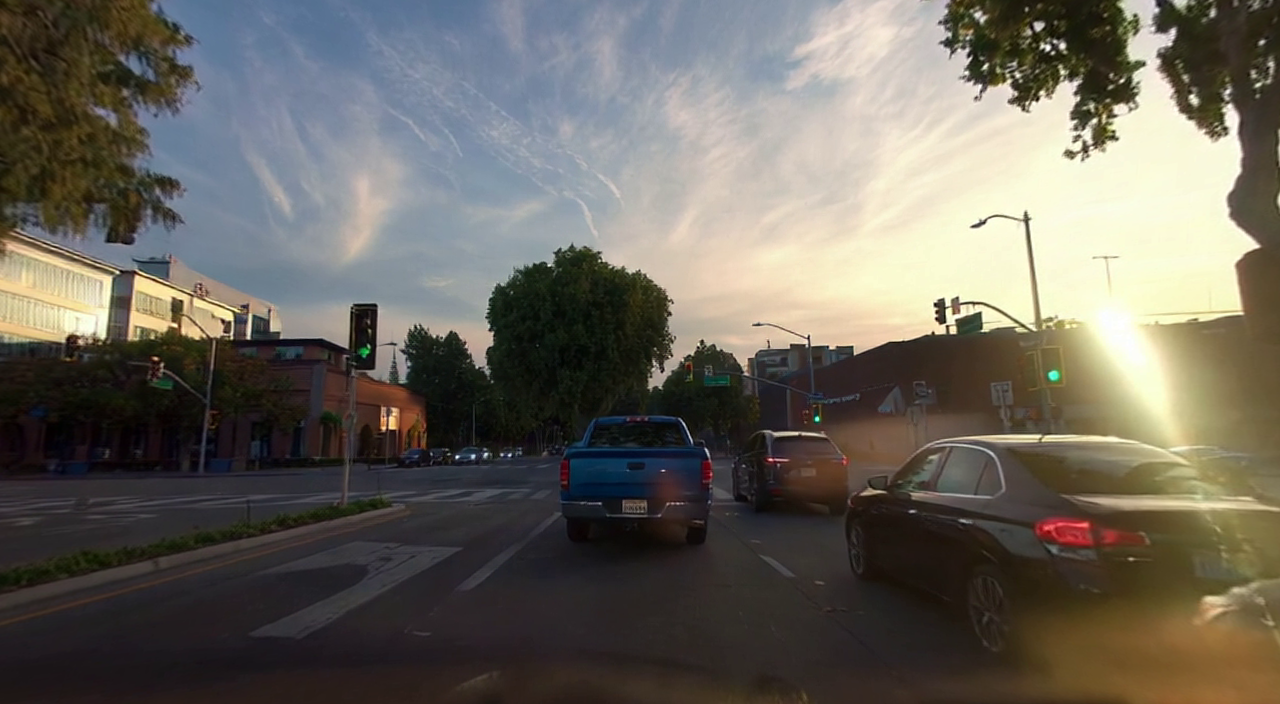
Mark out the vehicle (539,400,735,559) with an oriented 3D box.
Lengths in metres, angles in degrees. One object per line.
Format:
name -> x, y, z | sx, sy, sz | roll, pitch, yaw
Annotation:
vehicle -> -0.124, 1.859, 9.922 | 2.344, 1.883, 4.572 | 0, -8, -2

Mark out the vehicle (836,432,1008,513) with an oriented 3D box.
vehicle -> 6.489, 2.799, 15.196 | 2.002, 1.651, 4.305 | 0, -8, -2

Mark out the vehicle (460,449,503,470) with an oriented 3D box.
vehicle -> -11.764, 7.962, 47.078 | 1.989, 1.459, 4.667 | 0, -8, 0

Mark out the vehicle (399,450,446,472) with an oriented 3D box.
vehicle -> -15.835, 7.932, 46.208 | 1.915, 1.491, 4.347 | 0, -8, 0

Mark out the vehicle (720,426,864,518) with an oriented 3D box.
vehicle -> 3.188, 2.620, 14.323 | 2.013, 1.742, 4.424 | 0, -8, -2

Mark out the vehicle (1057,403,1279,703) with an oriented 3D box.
vehicle -> 3.244, 0.749, 1.074 | 2.057, 1.463, 4.365 | 0, -8, 0
